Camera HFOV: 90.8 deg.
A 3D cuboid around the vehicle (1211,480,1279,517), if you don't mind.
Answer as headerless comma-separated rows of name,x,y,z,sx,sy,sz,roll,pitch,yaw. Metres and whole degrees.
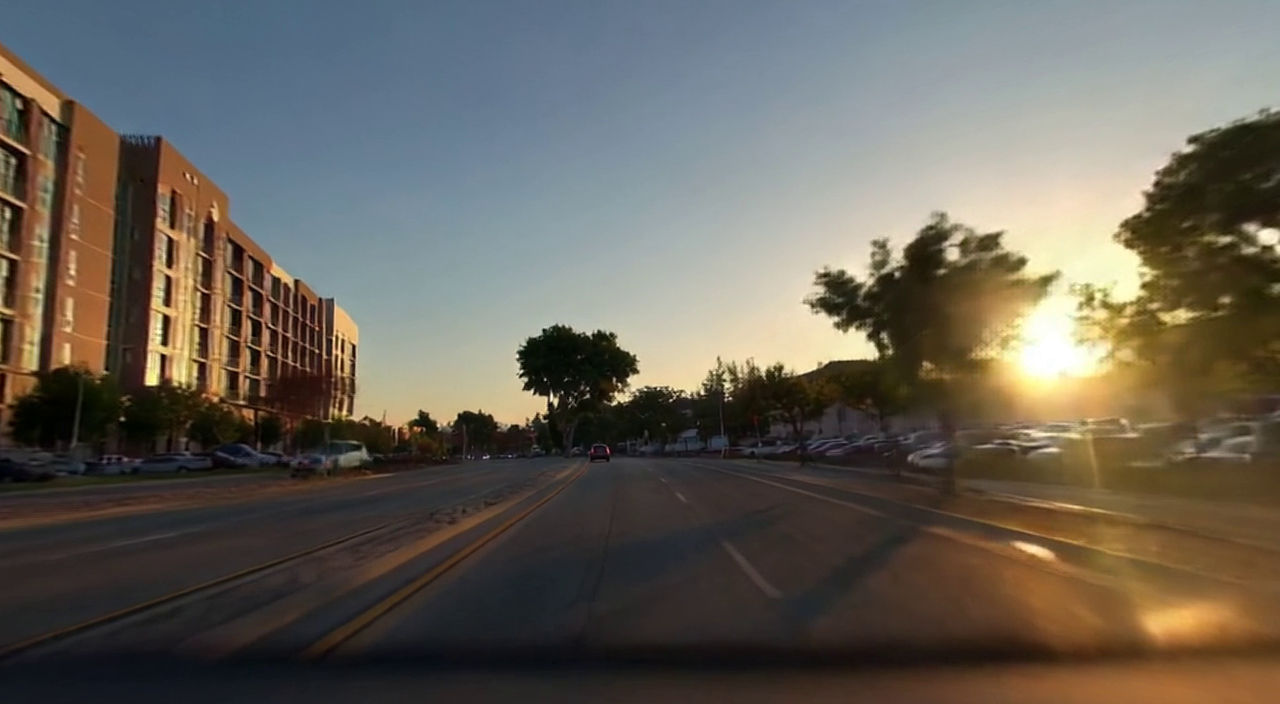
vehicle,32.411,7.469,32.317,4.227,1.705,2.099,0,-8,2
